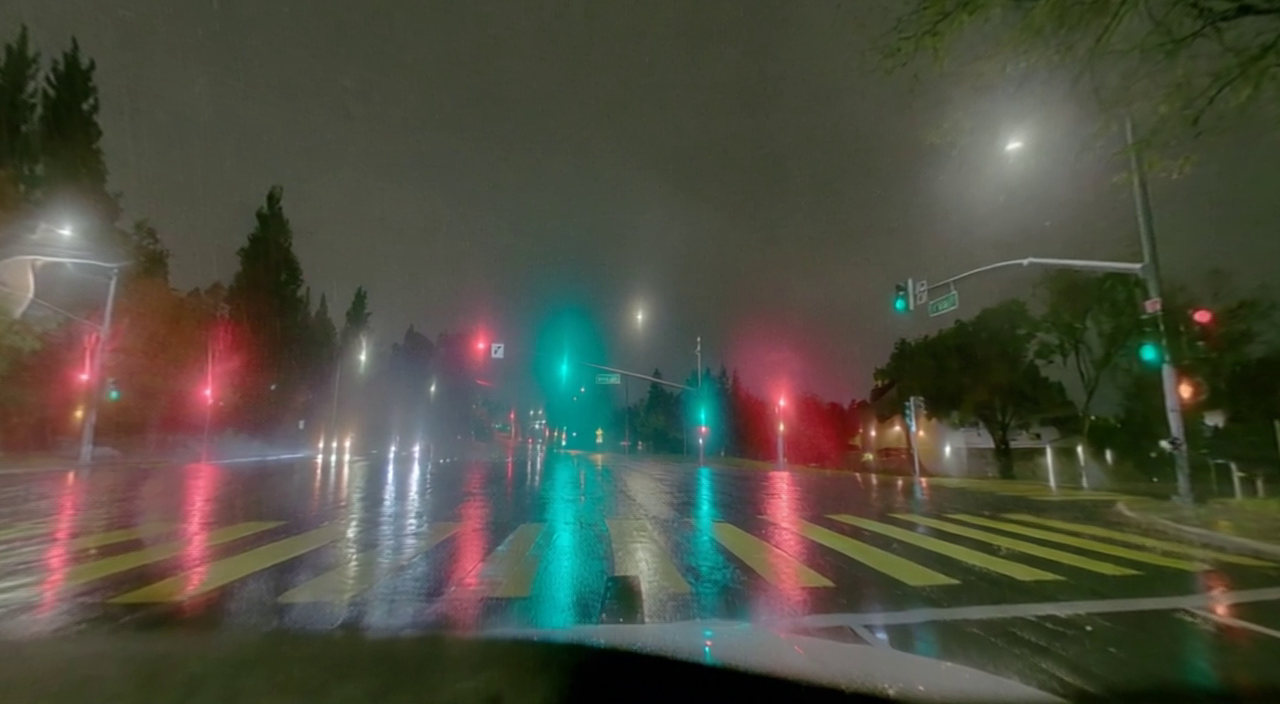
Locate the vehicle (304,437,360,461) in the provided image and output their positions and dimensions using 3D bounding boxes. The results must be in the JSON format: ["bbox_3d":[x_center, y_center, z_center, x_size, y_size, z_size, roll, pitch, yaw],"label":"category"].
[{"bbox_3d":[-20.089,6.341,41.434,1.918,1.432,4.433,1,-9,-7],"label":"vehicle"}]
